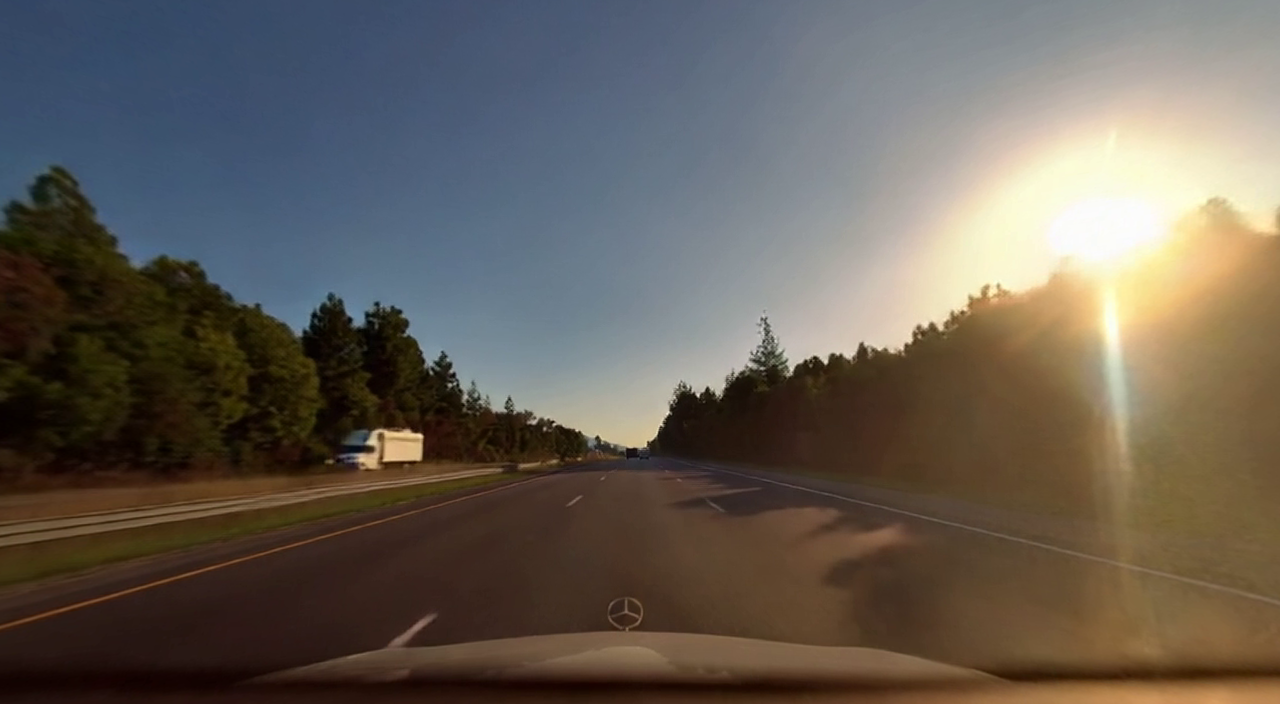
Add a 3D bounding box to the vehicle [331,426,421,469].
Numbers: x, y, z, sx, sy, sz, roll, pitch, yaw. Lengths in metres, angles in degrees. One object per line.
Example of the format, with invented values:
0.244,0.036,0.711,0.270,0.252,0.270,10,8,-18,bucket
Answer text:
-19.632,7.209,47.459,3.661,2.973,6.879,0,-9,0,vehicle
